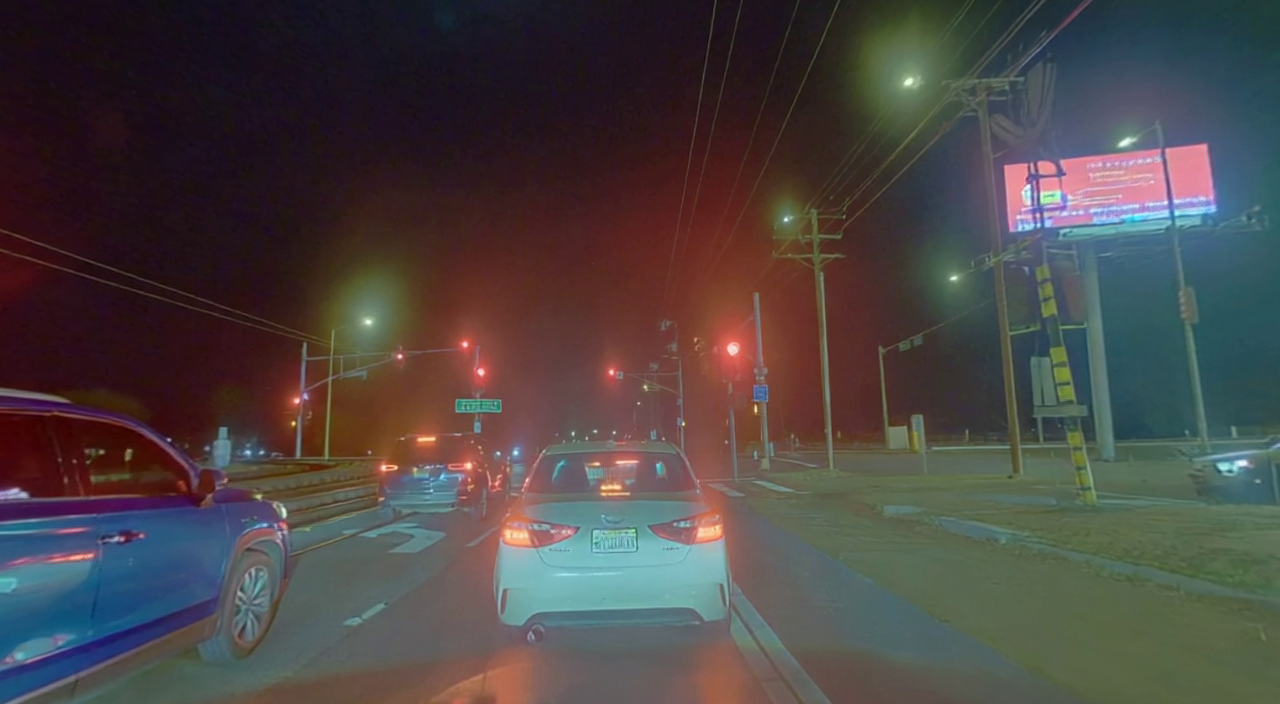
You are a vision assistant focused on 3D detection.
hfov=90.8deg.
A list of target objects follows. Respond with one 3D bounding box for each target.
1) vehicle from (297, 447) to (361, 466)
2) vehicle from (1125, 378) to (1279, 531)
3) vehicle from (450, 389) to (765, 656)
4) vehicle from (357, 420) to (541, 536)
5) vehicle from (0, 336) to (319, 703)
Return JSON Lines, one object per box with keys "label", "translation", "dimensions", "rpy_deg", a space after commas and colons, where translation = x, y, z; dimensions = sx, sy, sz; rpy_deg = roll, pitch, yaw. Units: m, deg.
{"label": "vehicle", "translation": [-24.162, 8.096, 49.087], "dimensions": [4.357, 1.444, 1.842], "rpy_deg": [-3, -9, 19]}
{"label": "vehicle", "translation": [9.614, 1.312, 8.186], "dimensions": [5.060, 1.702, 2.033], "rpy_deg": [1, -9, -4]}
{"label": "vehicle", "translation": [-0.206, 1.377, 5.986], "dimensions": [2.025, 1.723, 3.644], "rpy_deg": [0, -9, 0]}
{"label": "vehicle", "translation": [-3.146, 2.184, 11.507], "dimensions": [1.988, 1.678, 4.317], "rpy_deg": [0, -9, 0]}
{"label": "vehicle", "translation": [-3.930, 0.875, 3.055], "dimensions": [2.052, 1.814, 5.184], "rpy_deg": [0, -9, -1]}
